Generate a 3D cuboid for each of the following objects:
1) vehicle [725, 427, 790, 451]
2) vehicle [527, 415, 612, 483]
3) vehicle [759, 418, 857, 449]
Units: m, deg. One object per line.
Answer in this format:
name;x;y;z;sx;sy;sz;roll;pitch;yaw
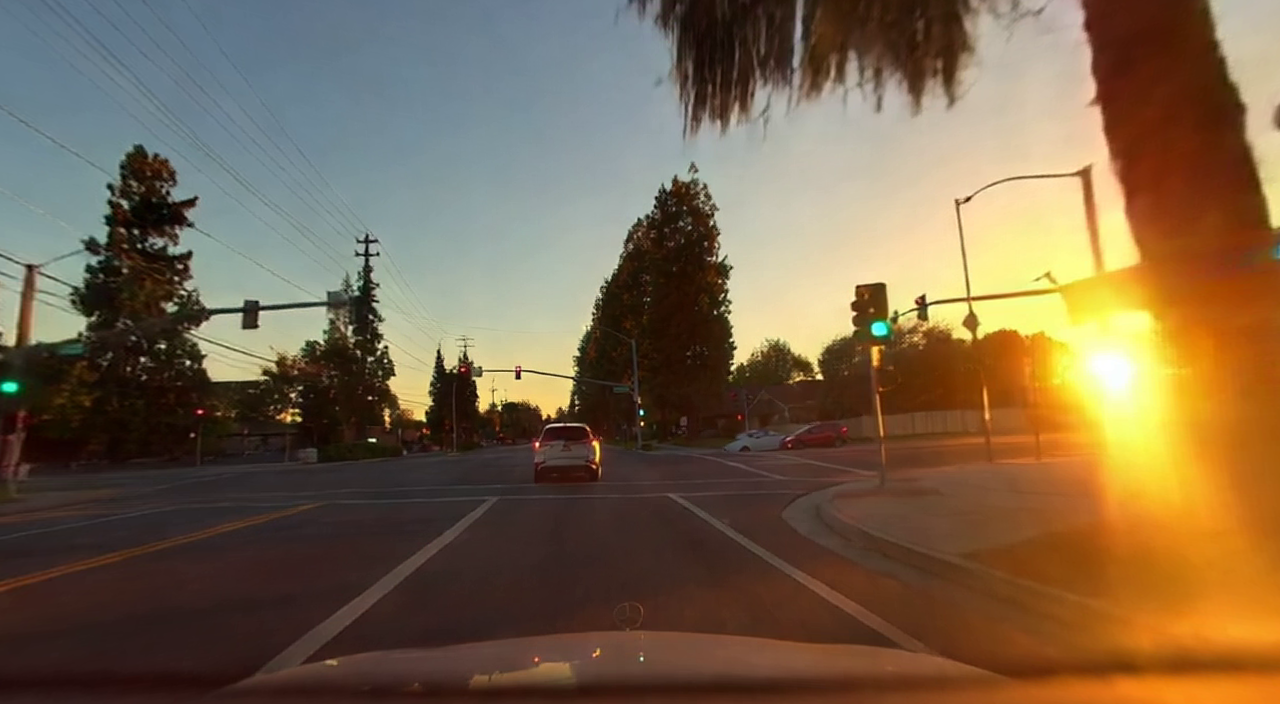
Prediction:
vehicle;7.768;5.767;41.712;3.990;1.548;1.780;0;-8;4
vehicle;-2.141;3.023;19.746;2.300;1.868;4.690;1;-8;-5
vehicle;9.839;4.825;37.038;5.149;1.725;1.964;0;-8;-4
